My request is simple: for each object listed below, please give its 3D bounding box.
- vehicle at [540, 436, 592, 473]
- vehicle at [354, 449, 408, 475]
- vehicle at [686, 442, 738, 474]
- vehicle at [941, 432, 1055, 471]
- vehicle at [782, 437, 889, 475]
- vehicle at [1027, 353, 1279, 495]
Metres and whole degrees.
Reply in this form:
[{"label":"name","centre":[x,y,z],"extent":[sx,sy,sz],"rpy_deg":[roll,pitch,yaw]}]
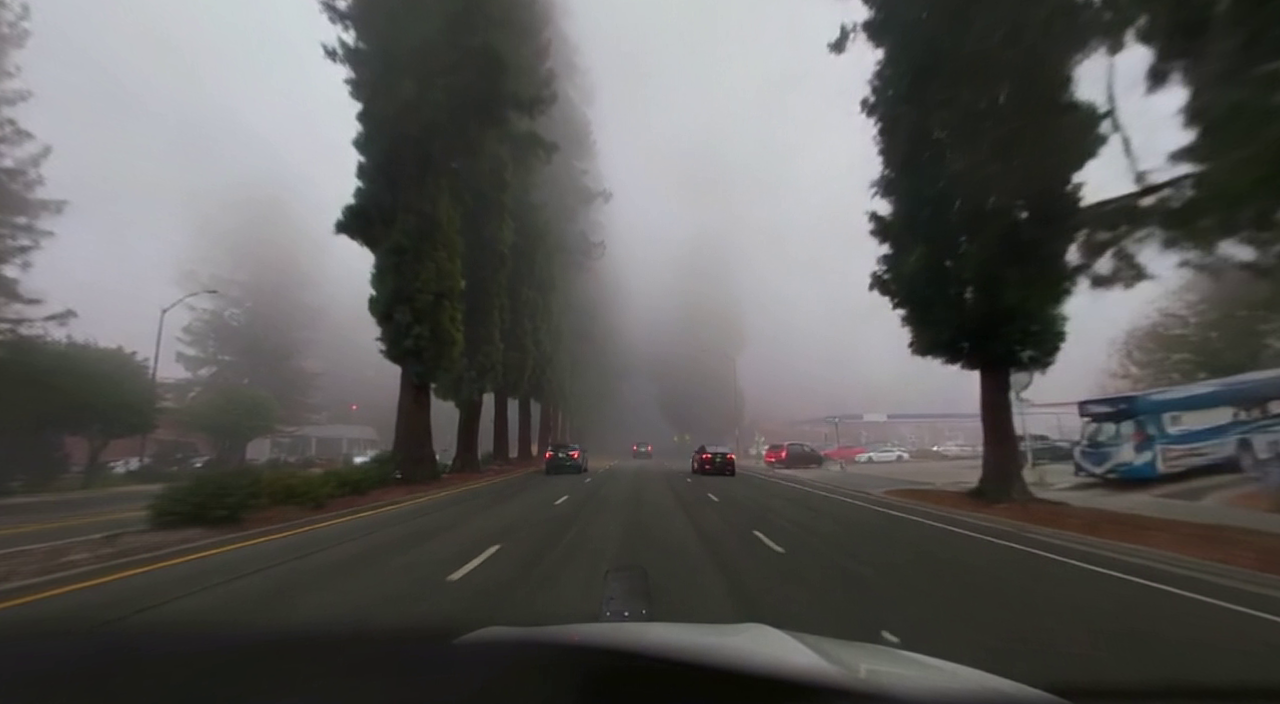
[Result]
[{"label":"vehicle","centre":[-3.621,5.105,31.591],"extent":[2.051,1.747,4.370],"rpy_deg":[0,-8,1]},{"label":"vehicle","centre":[-16.046,6.764,38.969],"extent":[1.839,1.478,4.437],"rpy_deg":[7,-11,-38]},{"label":"vehicle","centre":[3.508,5.281,31.642],"extent":[2.010,1.486,4.498],"rpy_deg":[0,-8,-1]},{"label":"vehicle","centre":[16.970,4.722,30.045],"extent":[4.107,1.487,1.937],"rpy_deg":[-5,-7,2]},{"label":"vehicle","centre":[9.554,5.098,31.045],"extent":[4.526,1.768,2.056],"rpy_deg":[1,-9,-9]},{"label":"vehicle","centre":[15.469,2.243,18.125],"extent":[3.133,3.133,8.198],"rpy_deg":[-1,-9,-2]}]
